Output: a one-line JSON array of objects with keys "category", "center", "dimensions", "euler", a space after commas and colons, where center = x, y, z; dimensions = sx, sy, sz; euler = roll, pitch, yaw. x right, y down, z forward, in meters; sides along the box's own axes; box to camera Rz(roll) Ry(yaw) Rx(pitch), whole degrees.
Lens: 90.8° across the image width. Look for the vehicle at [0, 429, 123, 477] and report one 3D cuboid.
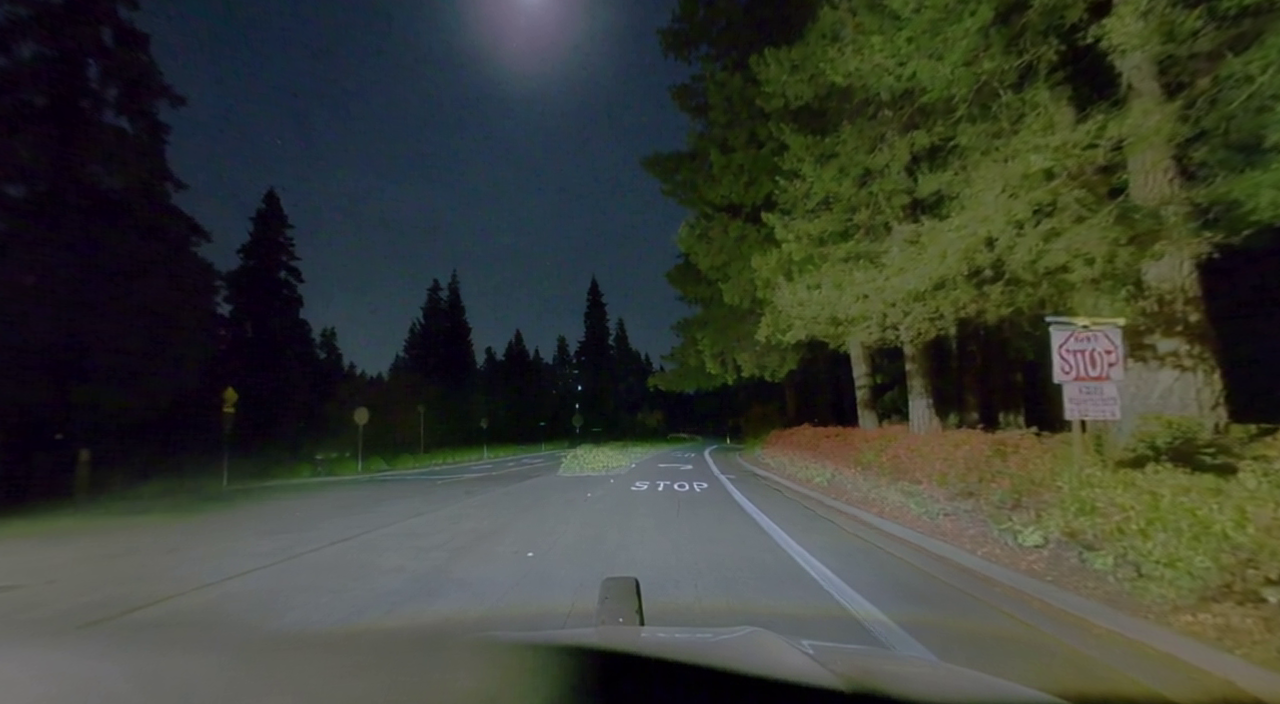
[{"category": "vehicle", "center": [-28.370, 4.927, 30.825], "dimensions": [4.733, 1.892, 1.939], "euler": [-4, -4, 2]}]
